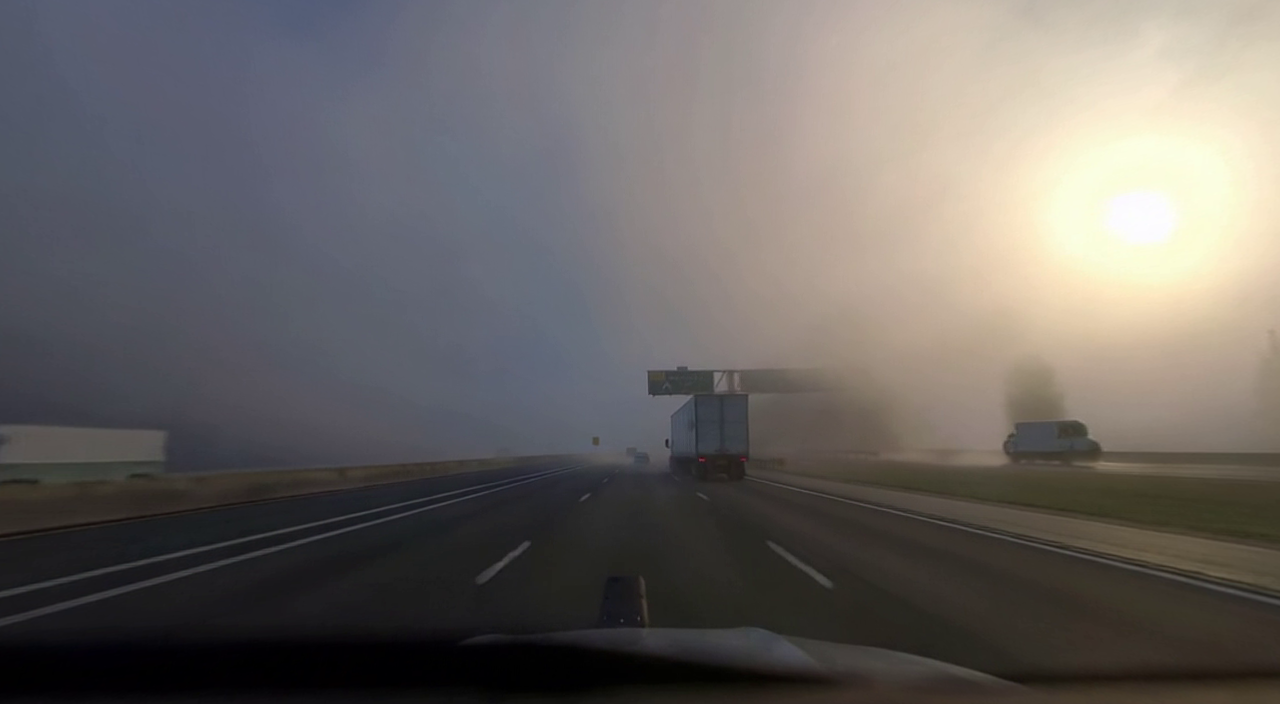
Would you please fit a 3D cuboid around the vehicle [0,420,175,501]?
[{"bbox_3d":[-33.446,6.083,35.480,3.313,3.977,14.449,0,-9,2],"label":"vehicle"}]

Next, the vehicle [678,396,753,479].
[{"bbox_3d":[4.320,5.393,39.243,3.058,4.312,12.251,0,-9,0],"label":"vehicle"}]
